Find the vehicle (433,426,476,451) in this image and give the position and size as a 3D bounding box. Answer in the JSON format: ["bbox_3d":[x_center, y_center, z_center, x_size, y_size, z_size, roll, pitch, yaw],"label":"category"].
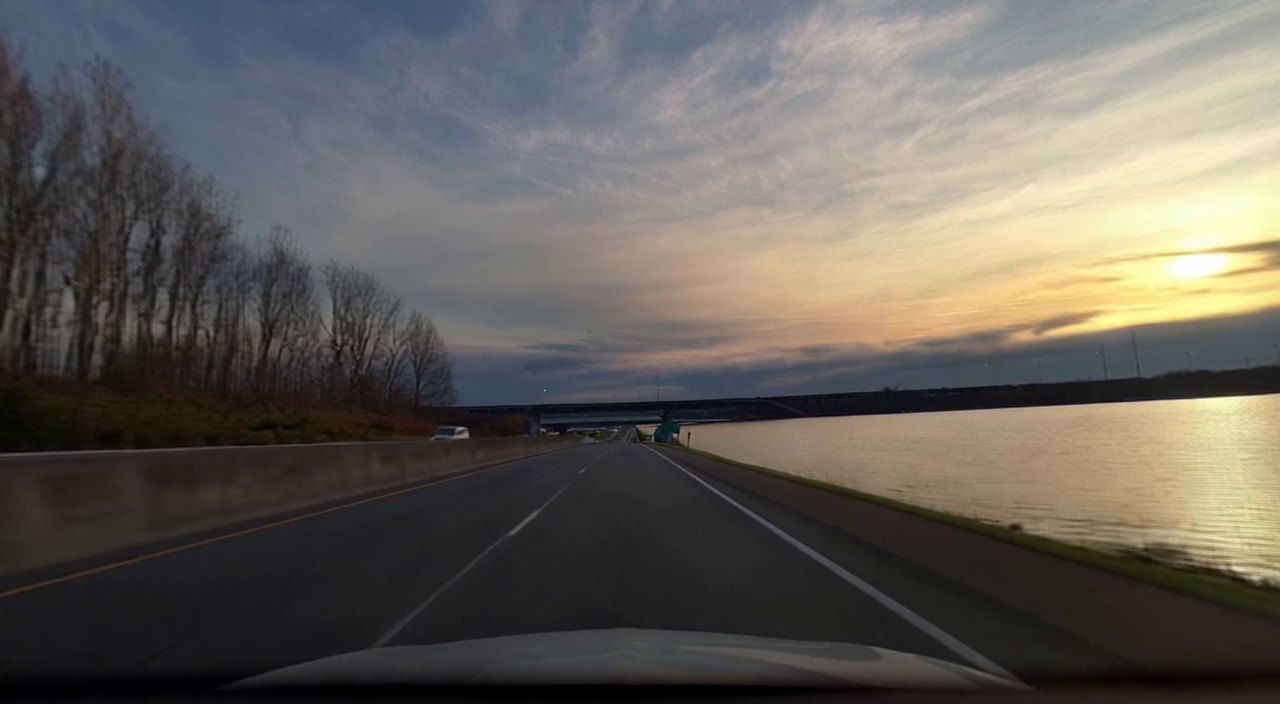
[{"bbox_3d":[-14.378,6.731,48.968,1.990,1.808,4.311,0,-8,0],"label":"vehicle"}]
